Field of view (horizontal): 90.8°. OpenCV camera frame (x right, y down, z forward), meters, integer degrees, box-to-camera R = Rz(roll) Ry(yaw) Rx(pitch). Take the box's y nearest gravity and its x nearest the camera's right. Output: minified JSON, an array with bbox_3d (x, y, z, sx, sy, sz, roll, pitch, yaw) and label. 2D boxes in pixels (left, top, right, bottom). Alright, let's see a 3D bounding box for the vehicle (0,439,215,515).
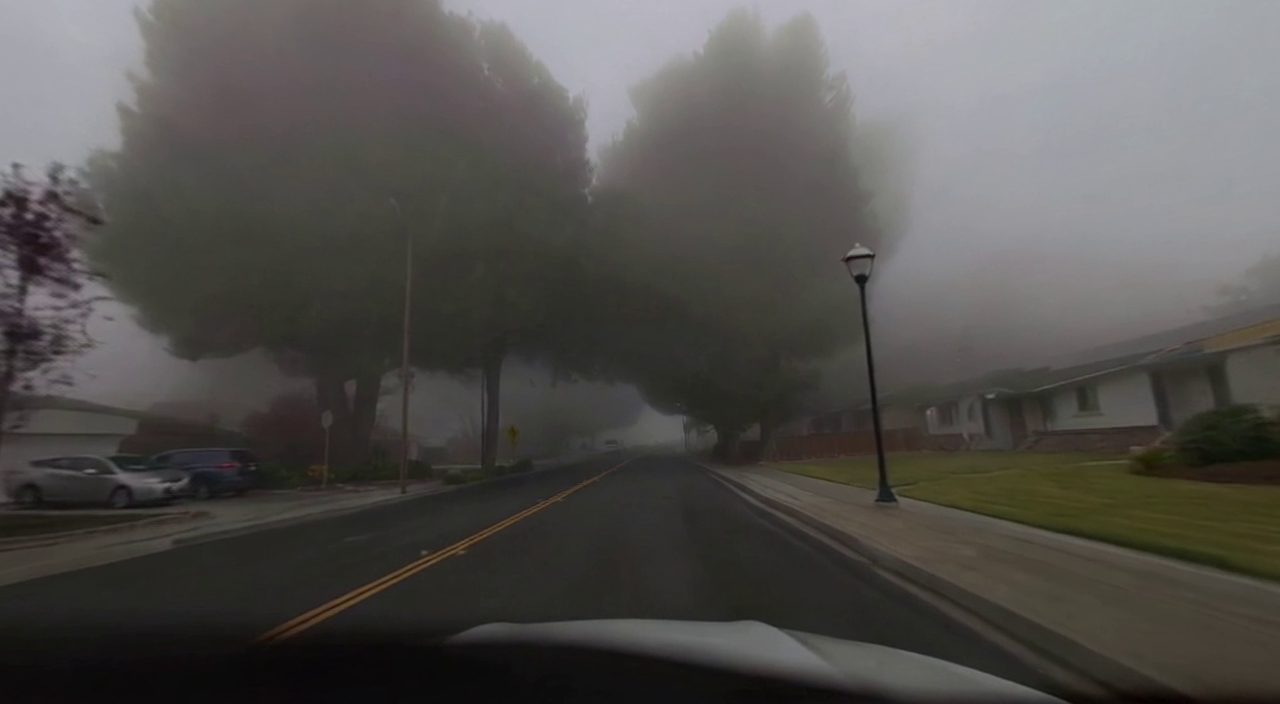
[{"bbox_3d":[-13.835,3.145,16.187,4.370,1.761,1.901,1,-9,-6],"label":"vehicle"}]
